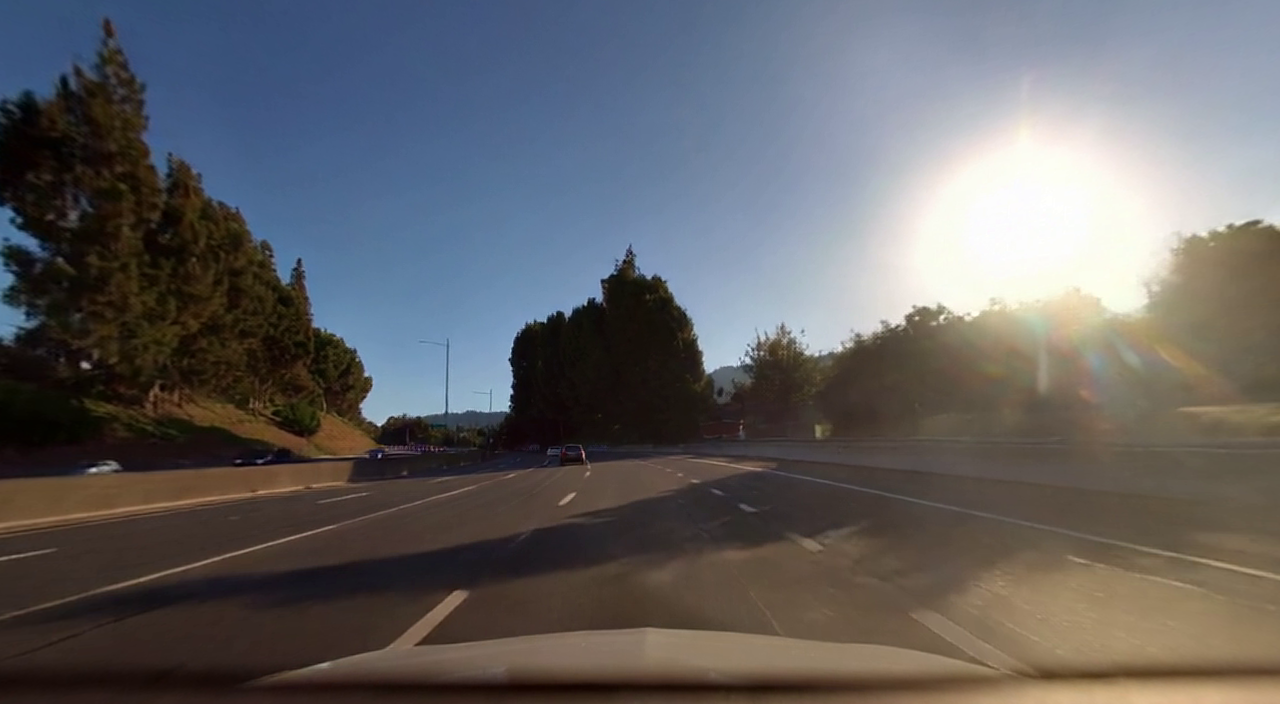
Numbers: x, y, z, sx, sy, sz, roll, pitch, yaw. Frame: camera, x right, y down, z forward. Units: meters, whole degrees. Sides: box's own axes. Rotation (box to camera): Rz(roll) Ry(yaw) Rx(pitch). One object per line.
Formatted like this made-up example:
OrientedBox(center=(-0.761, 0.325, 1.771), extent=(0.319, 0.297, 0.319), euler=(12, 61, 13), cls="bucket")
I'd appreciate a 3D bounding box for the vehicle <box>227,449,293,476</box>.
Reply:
OrientedBox(center=(-27.083, 7.866, 45.154), extent=(1.993, 1.712, 4.889), euler=(0, -8, -4), cls="vehicle")
